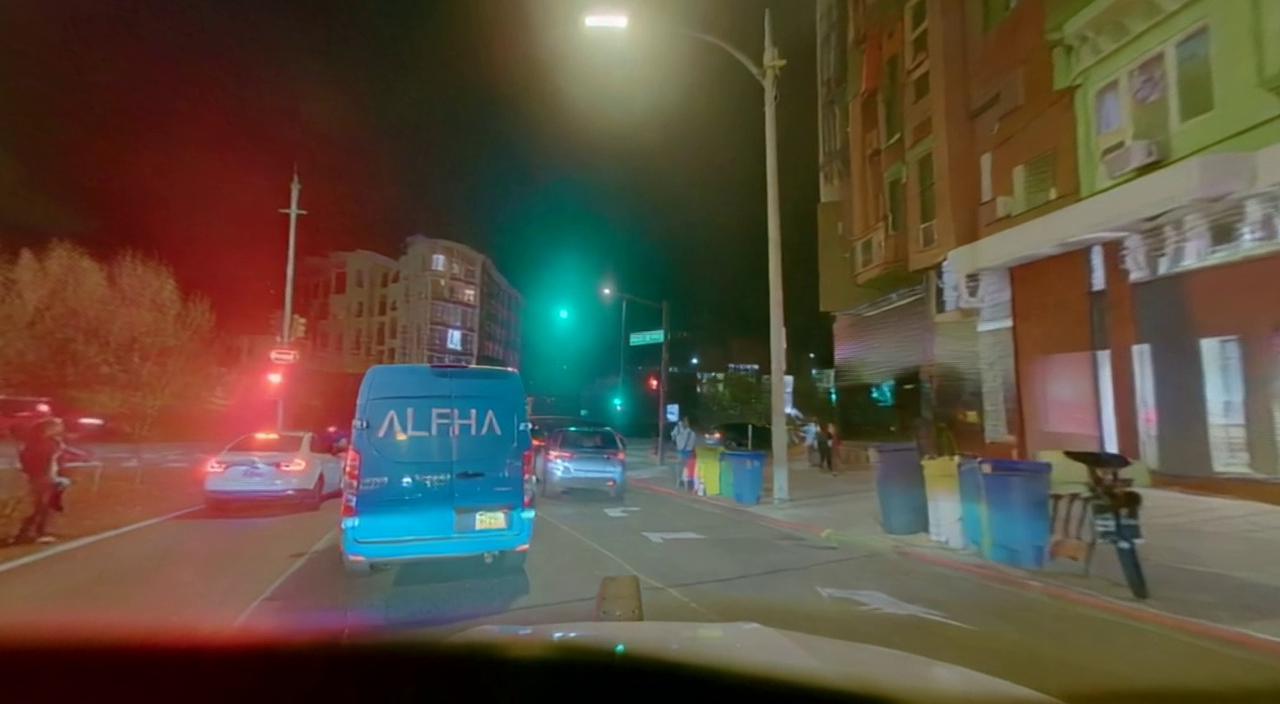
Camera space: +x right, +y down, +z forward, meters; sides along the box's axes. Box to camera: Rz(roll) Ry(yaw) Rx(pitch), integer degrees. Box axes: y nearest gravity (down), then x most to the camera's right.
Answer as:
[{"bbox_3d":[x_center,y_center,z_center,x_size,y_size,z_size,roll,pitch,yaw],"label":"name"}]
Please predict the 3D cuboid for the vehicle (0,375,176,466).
[{"bbox_3d":[-24.238,2.569,23.391,10.606,3.178,3.014,2,-8,-18],"label":"vehicle"}]

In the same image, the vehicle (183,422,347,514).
[{"bbox_3d":[-6.868,2.103,11.957,1.841,1.461,3.426,2,-8,-17],"label":"vehicle"}]

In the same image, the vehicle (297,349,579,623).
[{"bbox_3d":[-2.044,1.235,6.760,1.951,1.907,4.266,2,-8,-17],"label":"vehicle"}]

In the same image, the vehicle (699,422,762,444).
[{"bbox_3d":[6.154,5.525,42.929,3.885,1.449,1.757,2,-8,-19],"label":"vehicle"}]

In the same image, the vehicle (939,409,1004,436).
[{"bbox_3d":[22.586,4.837,42.913,4.020,1.572,1.718,5,-10,-23],"label":"vehicle"}]
